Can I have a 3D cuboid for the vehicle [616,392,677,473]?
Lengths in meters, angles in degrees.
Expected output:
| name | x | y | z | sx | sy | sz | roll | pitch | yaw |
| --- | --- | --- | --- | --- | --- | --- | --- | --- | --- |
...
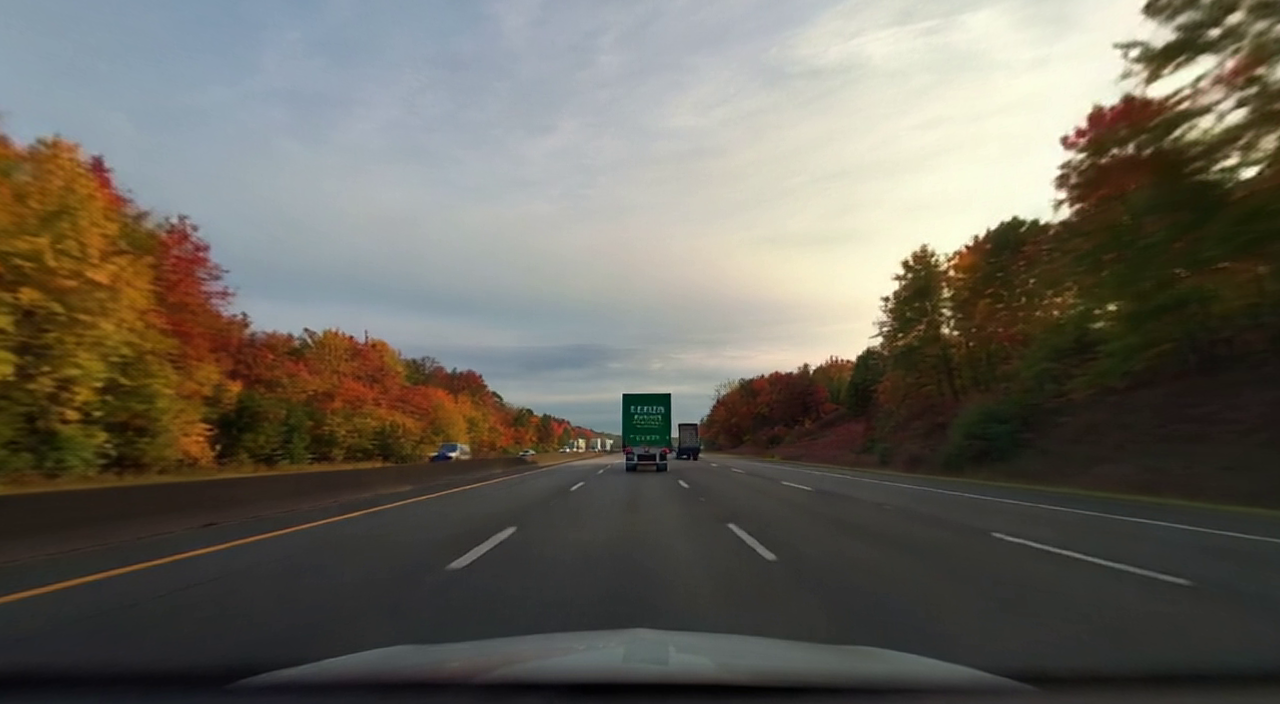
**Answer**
| name | x | y | z | sx | sy | sz | roll | pitch | yaw |
| --- | --- | --- | --- | --- | --- | --- | --- | --- | --- |
| vehicle | 0.298 | 4.881 | 37.120 | 3.057 | 4.073 | 10.792 | 0 | -9 | 0 |
